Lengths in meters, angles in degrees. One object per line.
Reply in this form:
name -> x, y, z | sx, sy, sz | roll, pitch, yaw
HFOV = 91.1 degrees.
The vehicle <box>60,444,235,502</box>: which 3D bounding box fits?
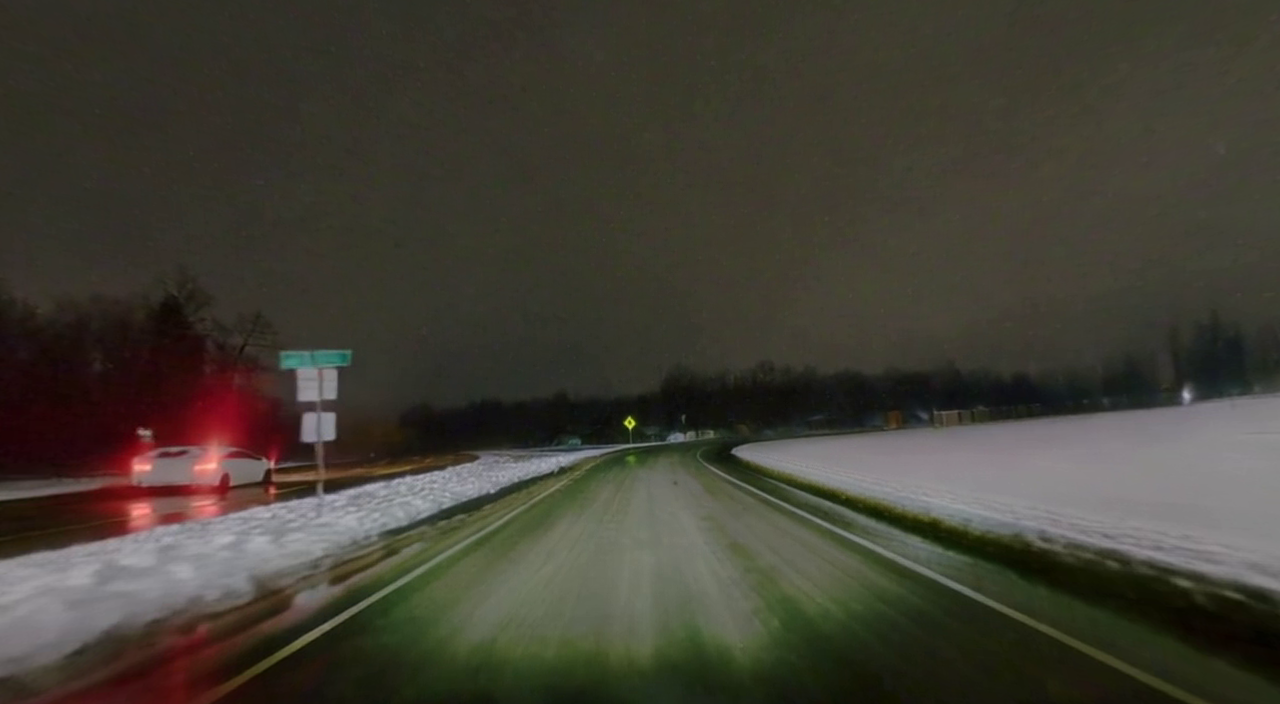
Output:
vehicle -> -14.351, 3.497, 18.696 | 1.895, 1.451, 4.168 | 0, -8, -1
